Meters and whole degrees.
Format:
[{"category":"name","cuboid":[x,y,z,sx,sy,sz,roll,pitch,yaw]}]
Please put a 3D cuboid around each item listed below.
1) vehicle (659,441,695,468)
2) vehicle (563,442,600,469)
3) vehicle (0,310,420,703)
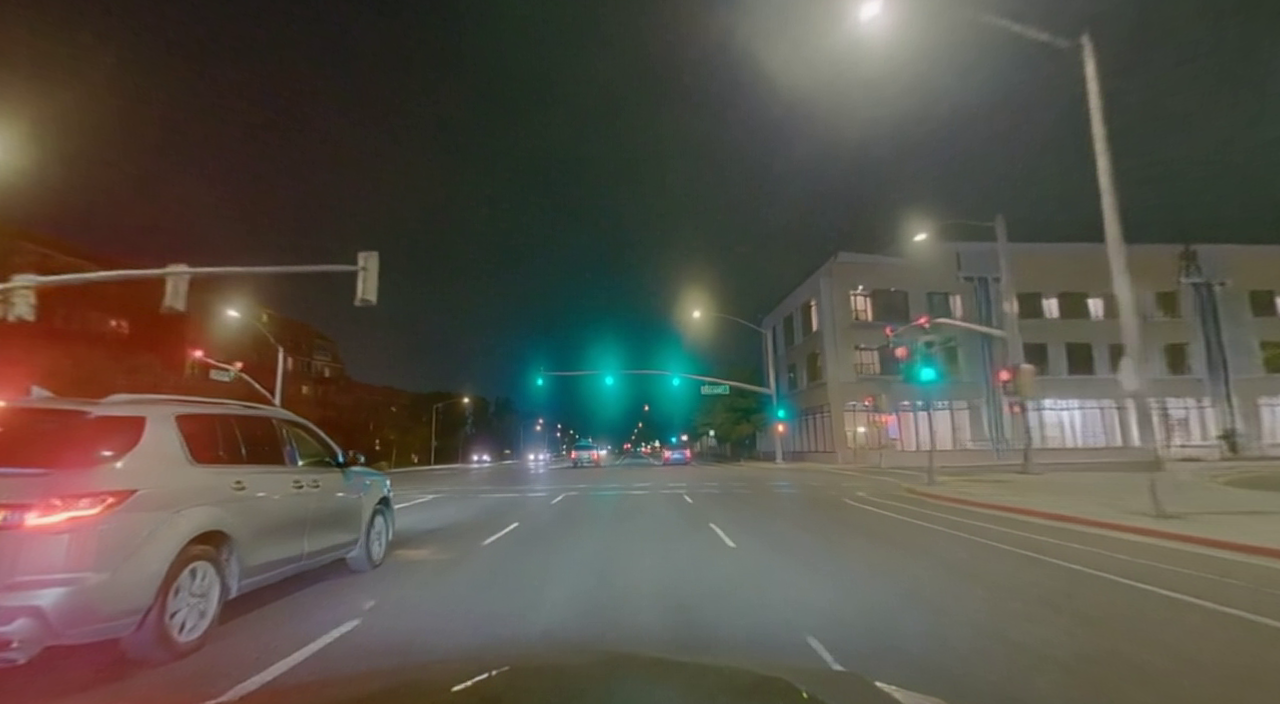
[{"category":"vehicle","cuboid":[2.469,6.907,42.750,2.018,1.719,4.369,0,-8,-2]},{"category":"vehicle","cuboid":[-3.886,6.960,42.569,2.083,1.685,4.069,0,-8,0]},{"category":"vehicle","cuboid":[-3.954,1.164,5.450,2.225,1.984,5.168,0,-8,0]}]
